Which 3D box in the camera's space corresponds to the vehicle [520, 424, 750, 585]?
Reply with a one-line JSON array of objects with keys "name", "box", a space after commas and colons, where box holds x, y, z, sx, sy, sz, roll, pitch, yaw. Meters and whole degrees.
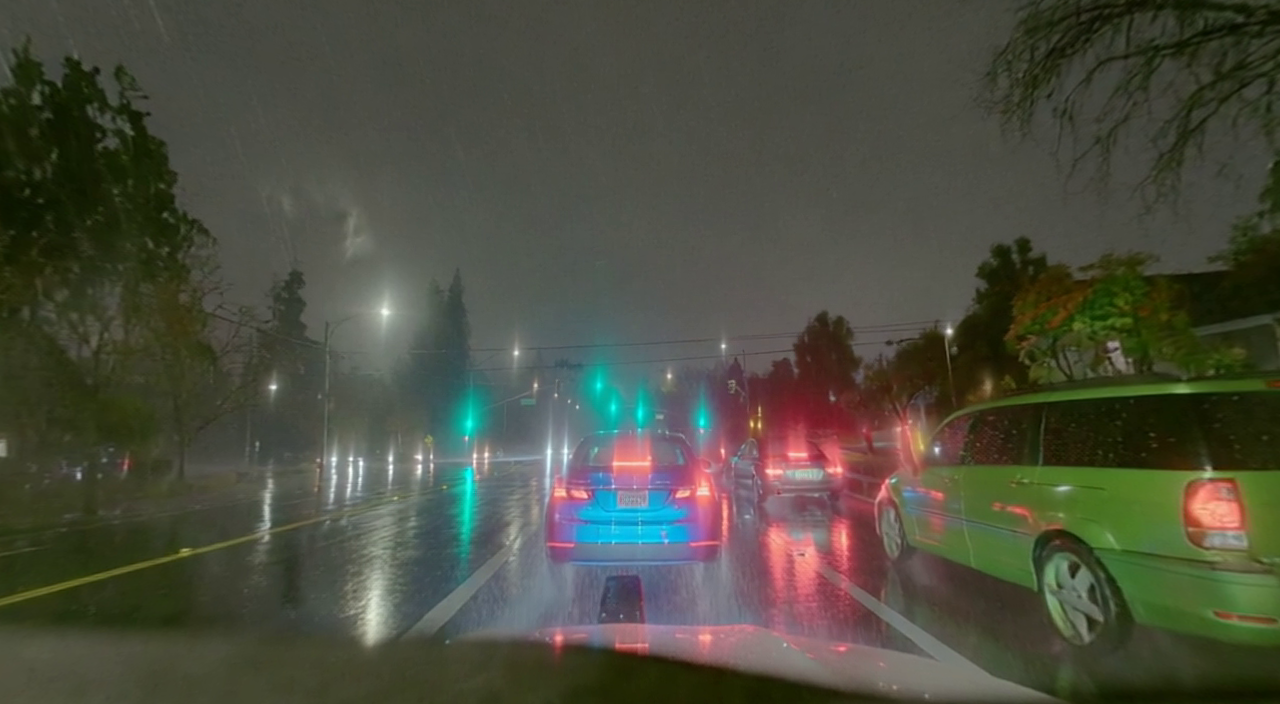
[{"name": "vehicle", "box": [-0.101, 1.762, 8.158, 2.186, 1.500, 4.141, 0, -8, -1]}]

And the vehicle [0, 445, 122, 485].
[{"name": "vehicle", "box": [-22.536, 4.279, 24.085, 4.092, 1.438, 1.639, 0, -8, 1]}]

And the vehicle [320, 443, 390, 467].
[{"name": "vehicle", "box": [-19.917, 7.181, 44.196, 3.957, 1.630, 1.881, 0, -8, 0]}]

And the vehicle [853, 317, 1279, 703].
[{"name": "vehicle", "box": [3.356, 1.041, 4.650, 2.006, 1.766, 4.345, 0, -8, 0]}]

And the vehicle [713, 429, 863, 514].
[{"name": "vehicle", "box": [2.947, 2.496, 13.745, 1.971, 1.517, 4.521, 0, -8, -3]}]
